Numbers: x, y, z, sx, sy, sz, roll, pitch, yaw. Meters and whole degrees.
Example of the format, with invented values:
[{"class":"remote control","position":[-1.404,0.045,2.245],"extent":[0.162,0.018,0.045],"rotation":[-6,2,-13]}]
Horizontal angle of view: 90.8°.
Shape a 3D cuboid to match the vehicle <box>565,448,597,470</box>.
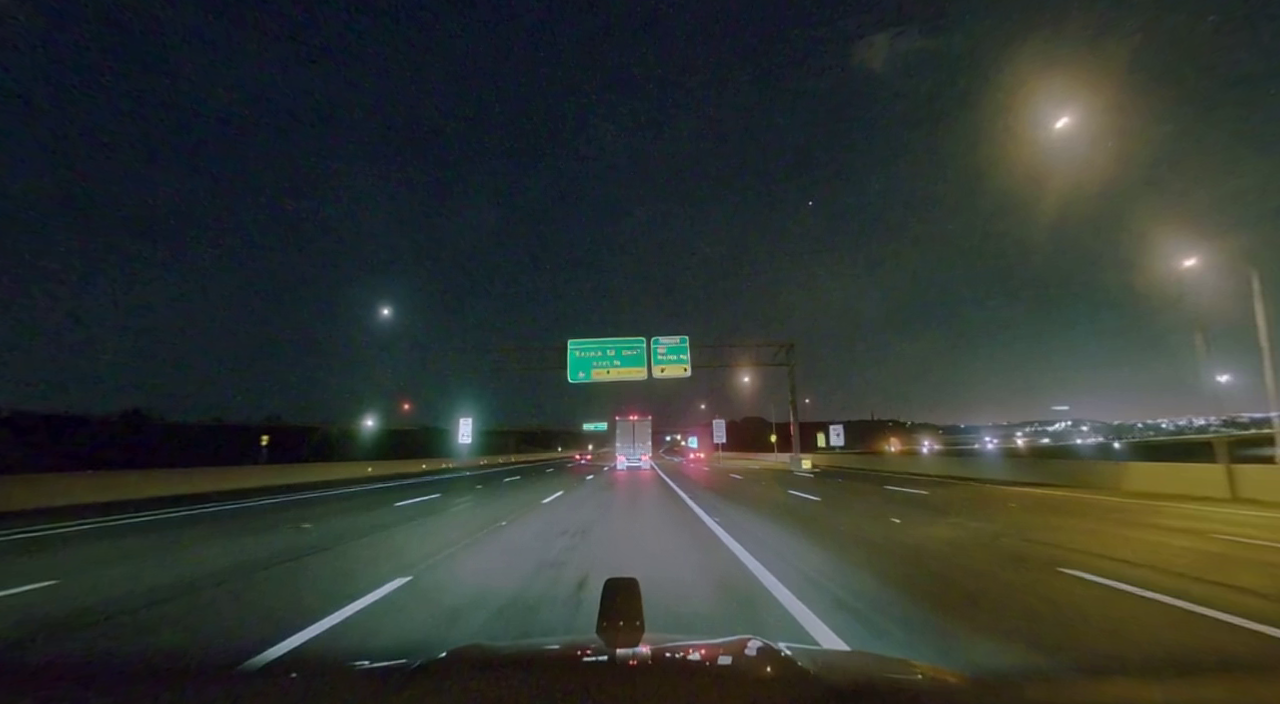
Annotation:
[{"class":"vehicle","position":[-4.258,7.764,45.948],"extent":[1.986,1.508,4.133],"rotation":[0,-9,-1]}]
